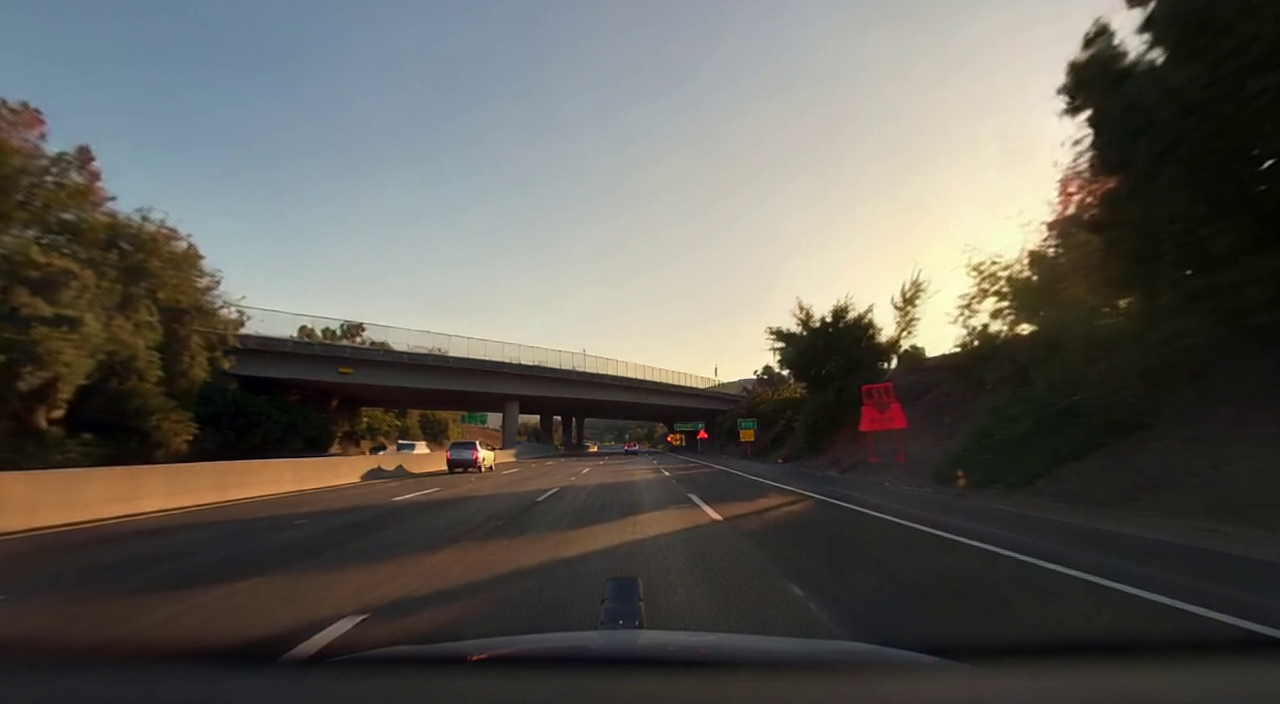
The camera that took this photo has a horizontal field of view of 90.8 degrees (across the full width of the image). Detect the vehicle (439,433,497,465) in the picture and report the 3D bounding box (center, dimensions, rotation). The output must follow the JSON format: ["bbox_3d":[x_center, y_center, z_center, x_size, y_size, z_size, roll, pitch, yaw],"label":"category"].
[{"bbox_3d":[-11.141,6.300,41.262,2.270,1.936,5.190,0,-8,0],"label":"vehicle"}]
